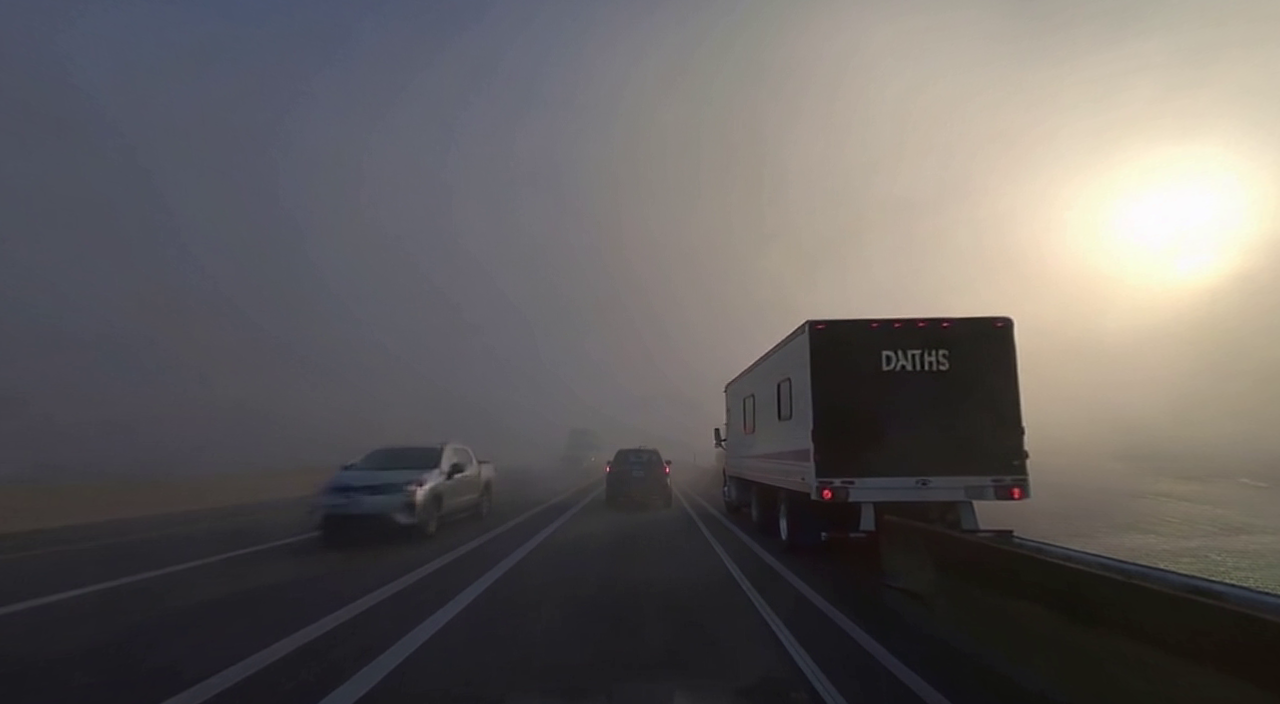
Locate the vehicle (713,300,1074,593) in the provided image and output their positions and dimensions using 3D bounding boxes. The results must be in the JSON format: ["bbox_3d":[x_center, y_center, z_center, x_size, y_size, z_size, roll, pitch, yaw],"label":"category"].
[{"bbox_3d":[2.942,1.467,10.028,2.533,2.942,7.280,0,-9,-1],"label":"vehicle"}]

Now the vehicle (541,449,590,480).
[{"bbox_3d":[-3.785,5.762,32.514,1.933,1.465,3.898,-1,-9,2],"label":"vehicle"}]

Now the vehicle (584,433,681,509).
[{"bbox_3d":[-0.140,3.051,16.542,2.201,1.719,4.058,0,-9,1],"label":"vehicle"}]

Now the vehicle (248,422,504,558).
[{"bbox_3d":[-3.750,2.054,10.081,2.098,1.659,4.432,0,-9,1],"label":"vehicle"}]
